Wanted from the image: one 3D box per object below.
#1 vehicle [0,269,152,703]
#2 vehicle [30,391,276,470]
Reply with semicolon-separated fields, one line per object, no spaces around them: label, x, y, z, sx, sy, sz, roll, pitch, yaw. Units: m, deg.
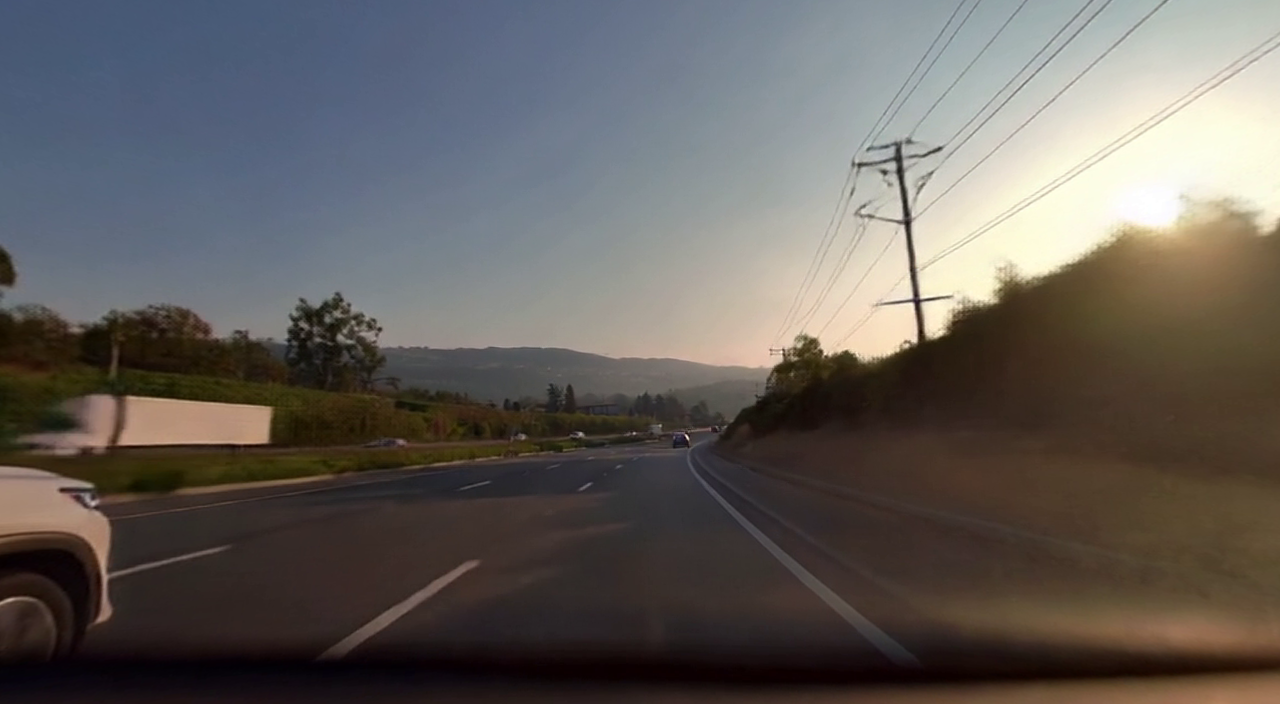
vehicle;-3.590;0.403;0.613;2.136;1.975;5.037;0;-8;0
vehicle;-28.733;5.017;39.045;3.156;3.925;14.556;-1;-8;2
